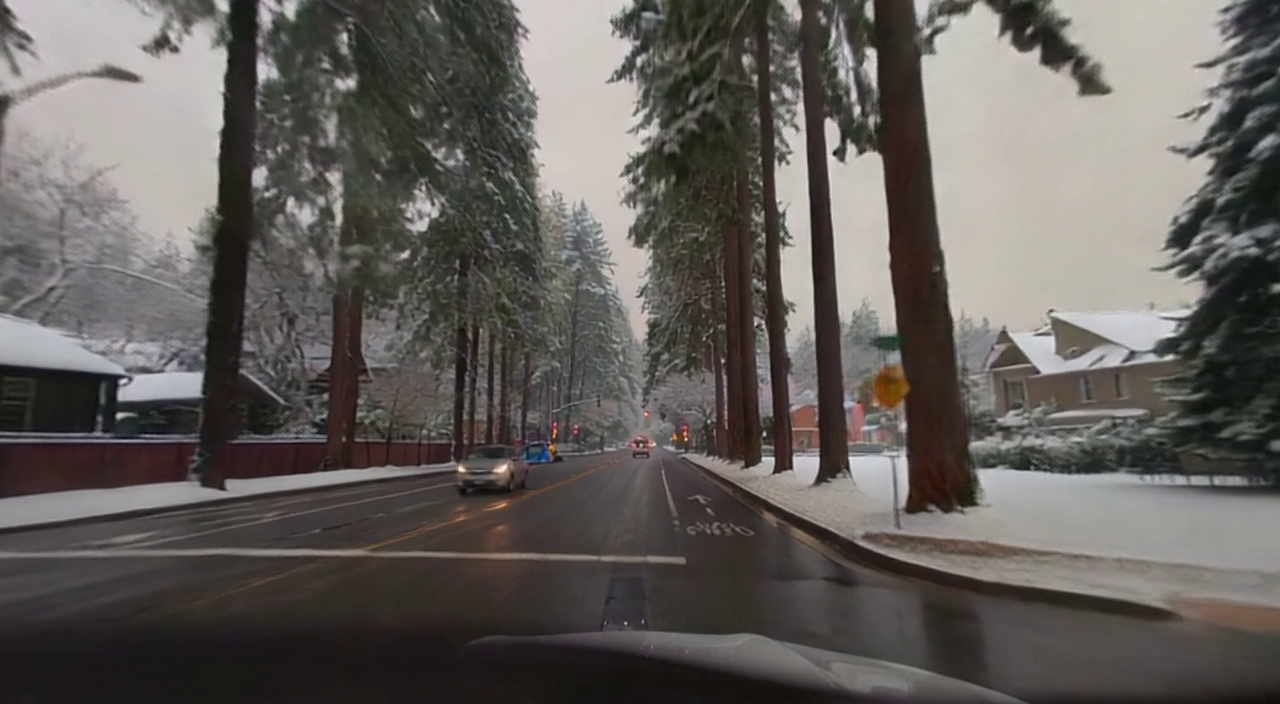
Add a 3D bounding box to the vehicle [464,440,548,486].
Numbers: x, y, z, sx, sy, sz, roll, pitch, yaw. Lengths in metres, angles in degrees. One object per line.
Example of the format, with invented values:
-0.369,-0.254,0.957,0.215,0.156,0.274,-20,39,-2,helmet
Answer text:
-4.827,4.056,23.409,1.927,1.521,4.571,0,-8,2,vehicle
